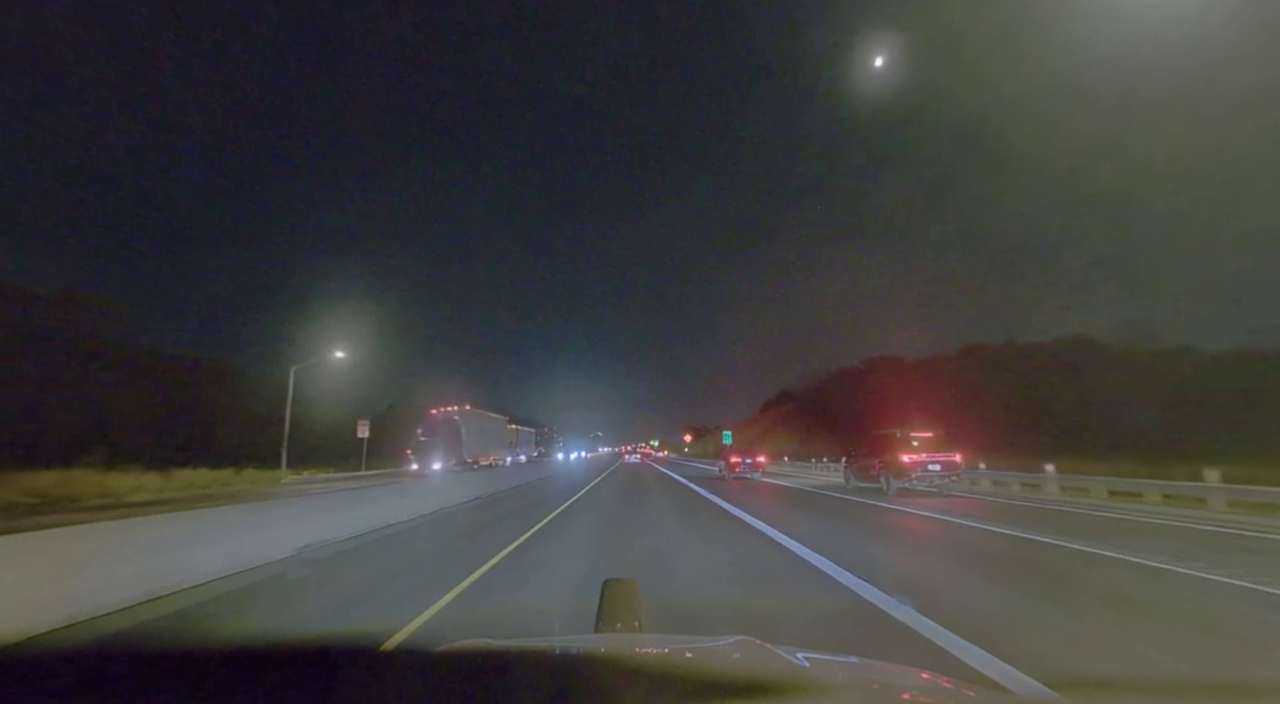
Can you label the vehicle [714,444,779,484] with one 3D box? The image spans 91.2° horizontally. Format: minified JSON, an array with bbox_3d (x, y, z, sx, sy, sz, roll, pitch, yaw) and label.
[{"bbox_3d":[4.259,4.561,25.649,1.917,1.488,3.693,0,-9,-1],"label":"vehicle"}]
